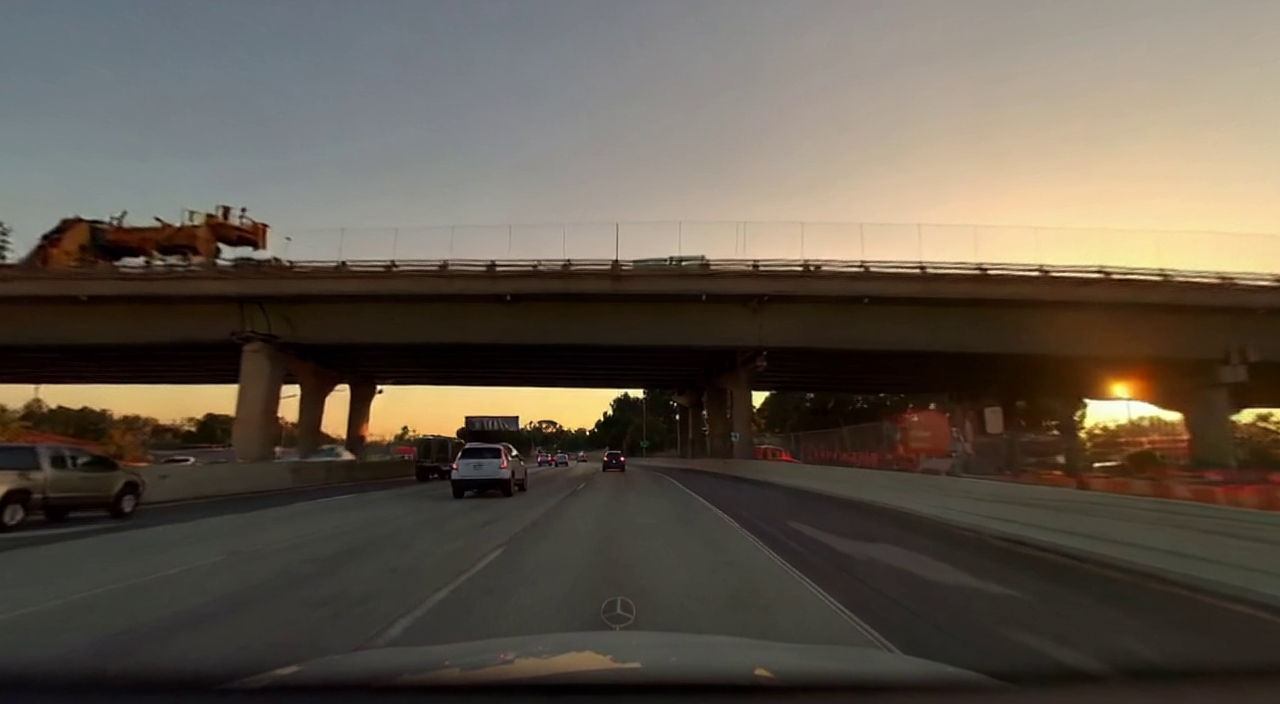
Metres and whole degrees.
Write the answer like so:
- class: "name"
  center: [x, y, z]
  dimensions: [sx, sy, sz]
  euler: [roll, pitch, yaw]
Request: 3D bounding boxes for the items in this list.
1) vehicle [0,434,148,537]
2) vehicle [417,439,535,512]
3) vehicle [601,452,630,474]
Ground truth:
- class: "vehicle"
  center: [-11.583, 2.345, 11.415]
  dimensions: [1.967, 1.681, 4.203]
  euler: [0, -8, -1]
- class: "vehicle"
  center: [-4.145, 3.164, 16.740]
  dimensions: [2.024, 1.655, 4.192]
  euler: [0, -8, -1]
- class: "vehicle"
  center: [-1.842, 8.231, 47.114]
  dimensions: [2.051, 1.459, 4.092]
  euler: [1, -8, -3]
